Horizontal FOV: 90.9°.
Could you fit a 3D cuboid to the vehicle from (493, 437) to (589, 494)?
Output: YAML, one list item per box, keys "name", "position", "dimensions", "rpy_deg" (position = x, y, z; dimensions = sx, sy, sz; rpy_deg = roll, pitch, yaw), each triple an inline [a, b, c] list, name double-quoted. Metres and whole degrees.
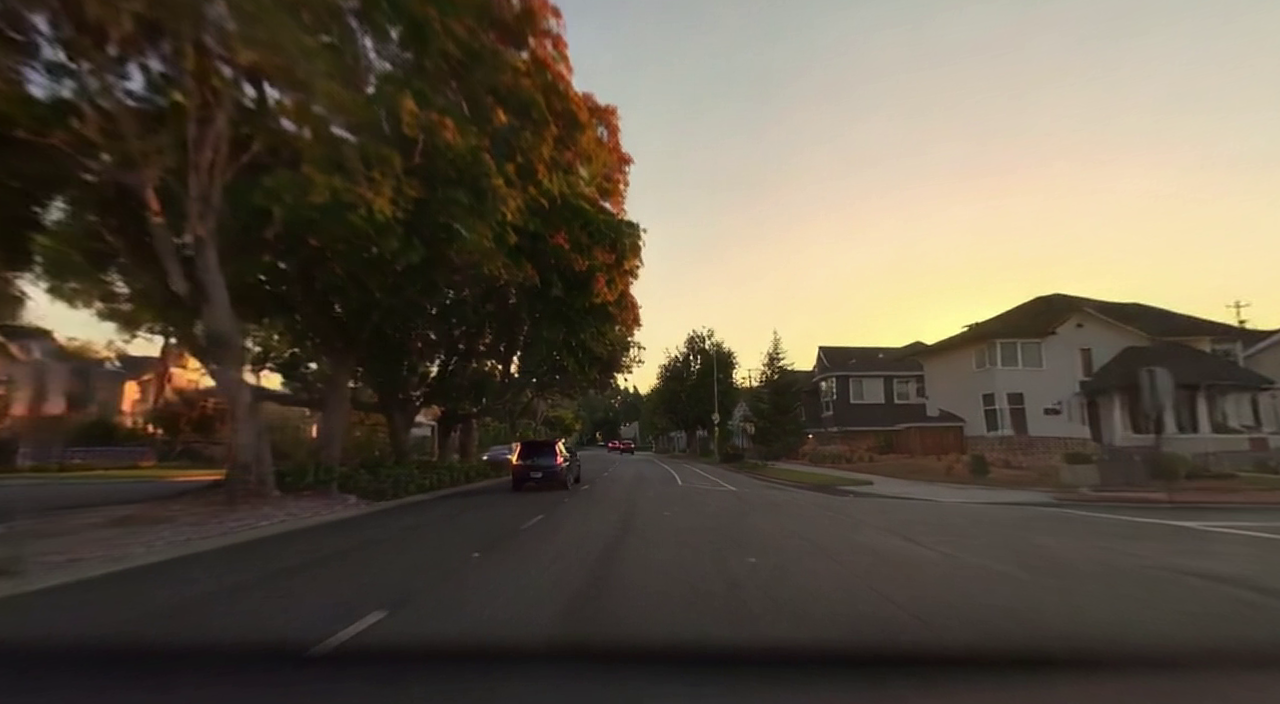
- name: "vehicle"
  position: [-2.858, 3.410, 19.402]
  dimensions: [2.075, 1.498, 4.730]
  rpy_deg: [0, -8, 2]
